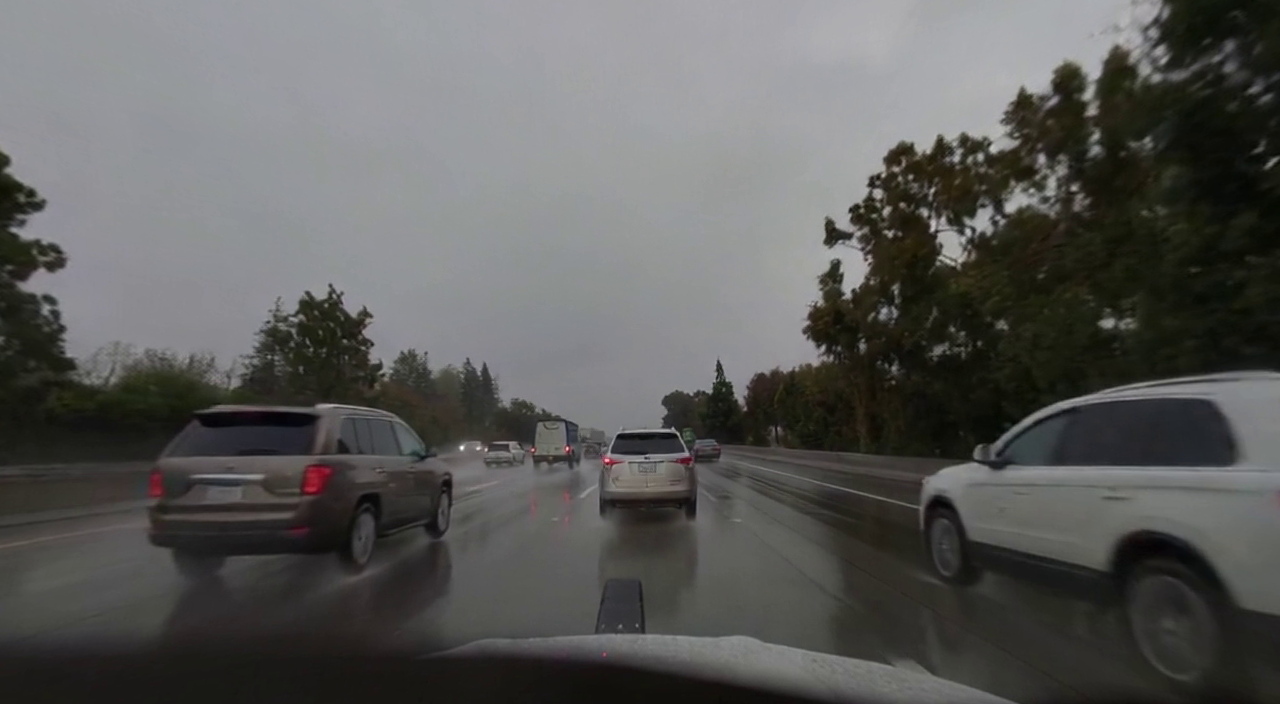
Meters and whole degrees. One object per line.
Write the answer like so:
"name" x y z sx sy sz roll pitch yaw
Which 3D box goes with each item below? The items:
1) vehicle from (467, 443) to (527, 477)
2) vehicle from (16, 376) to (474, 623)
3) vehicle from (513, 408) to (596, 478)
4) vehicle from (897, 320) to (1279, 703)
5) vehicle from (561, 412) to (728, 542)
"vehicle" -6.829 5.183 30.473 1.877 1.490 4.141 0 -8 1
"vehicle" -3.473 1.395 6.835 2.142 1.808 4.266 0 -8 0
"vehicle" -3.124 3.530 24.450 2.359 2.399 5.500 0 -8 1
"vehicle" 3.854 0.995 4.120 2.175 1.830 5.173 0 -8 0
"vehicle" 0.040 1.983 10.559 2.223 1.722 4.177 0 -8 0
